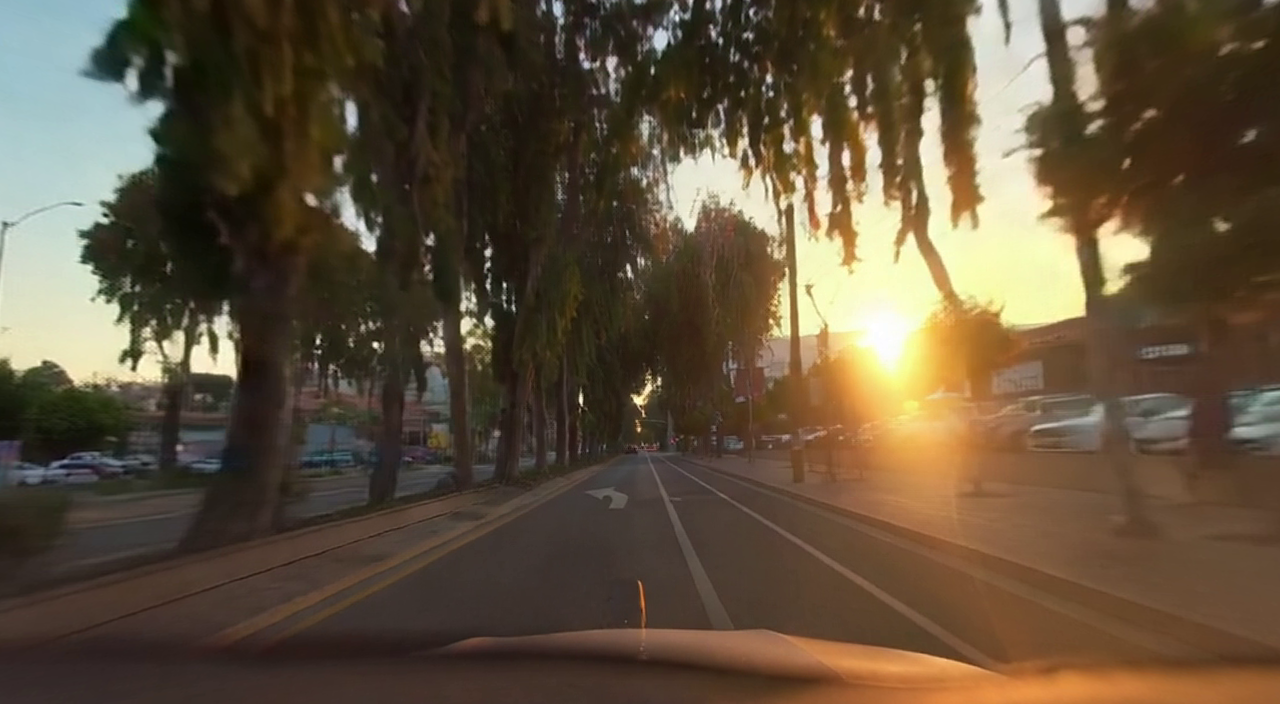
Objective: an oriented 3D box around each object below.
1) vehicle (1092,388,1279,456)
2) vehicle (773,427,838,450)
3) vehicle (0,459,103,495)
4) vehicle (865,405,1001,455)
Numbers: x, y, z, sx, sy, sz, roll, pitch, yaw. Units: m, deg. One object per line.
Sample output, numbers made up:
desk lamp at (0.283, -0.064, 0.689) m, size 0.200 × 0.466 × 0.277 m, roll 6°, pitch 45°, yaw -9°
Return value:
vehicle at (13.017, 1.657, 14.667) m, size 3.651 × 1.470 × 1.616 m, roll -1°, pitch -9°, yaw 0°
vehicle at (12.825, 6.710, 49.031) m, size 4.469 × 1.709 × 2.098 m, roll 0°, pitch -9°, yaw -1°
vehicle at (-32.365, 6.707, 33.865) m, size 5.102 × 1.762 × 2.006 m, roll 0°, pitch -8°, yaw -1°
vehicle at (12.696, 3.395, 27.570) m, size 4.713 × 1.767 × 2.268 m, roll -4°, pitch -7°, yaw 1°
